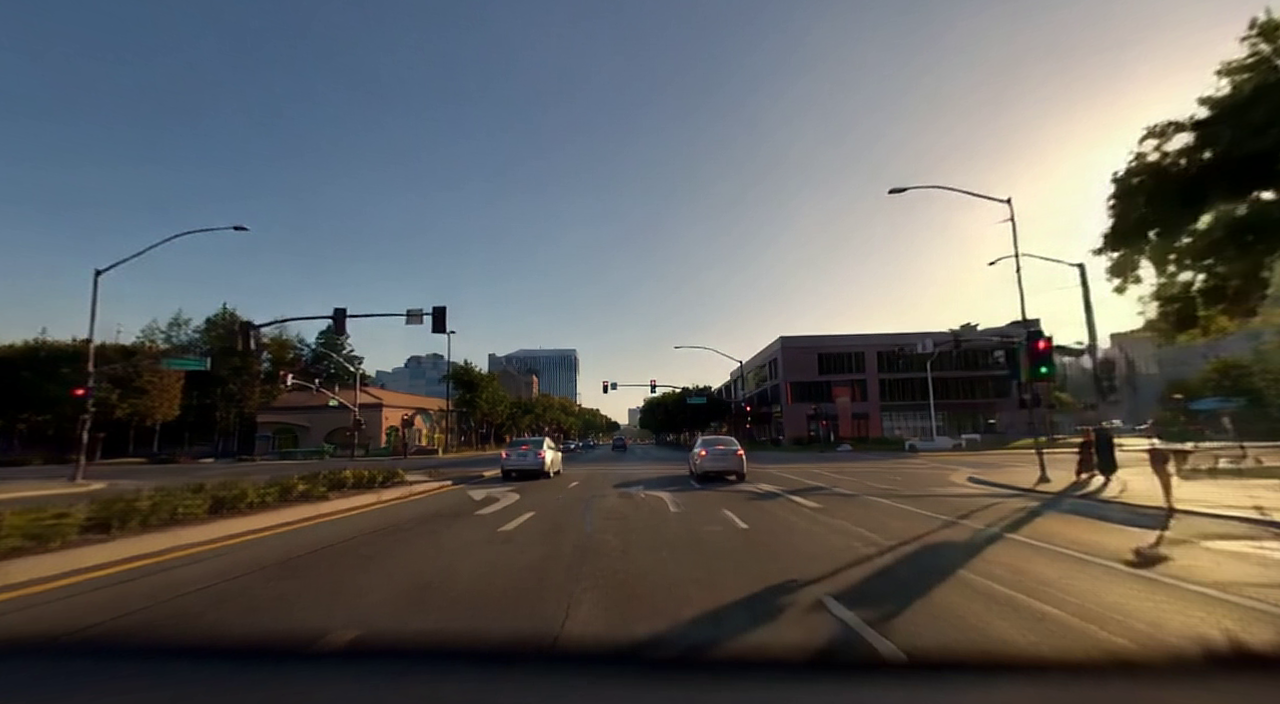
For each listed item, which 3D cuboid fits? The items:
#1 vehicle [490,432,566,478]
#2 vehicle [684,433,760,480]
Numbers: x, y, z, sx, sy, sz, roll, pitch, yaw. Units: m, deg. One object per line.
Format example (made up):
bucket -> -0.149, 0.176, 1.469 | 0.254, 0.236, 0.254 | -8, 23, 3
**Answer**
vehicle -> -4.062, 3.849, 23.742 | 1.973, 1.526, 4.533 | 0, -9, 1
vehicle -> 2.875, 3.830, 23.338 | 2.130, 1.524, 4.722 | 0, -9, -1
